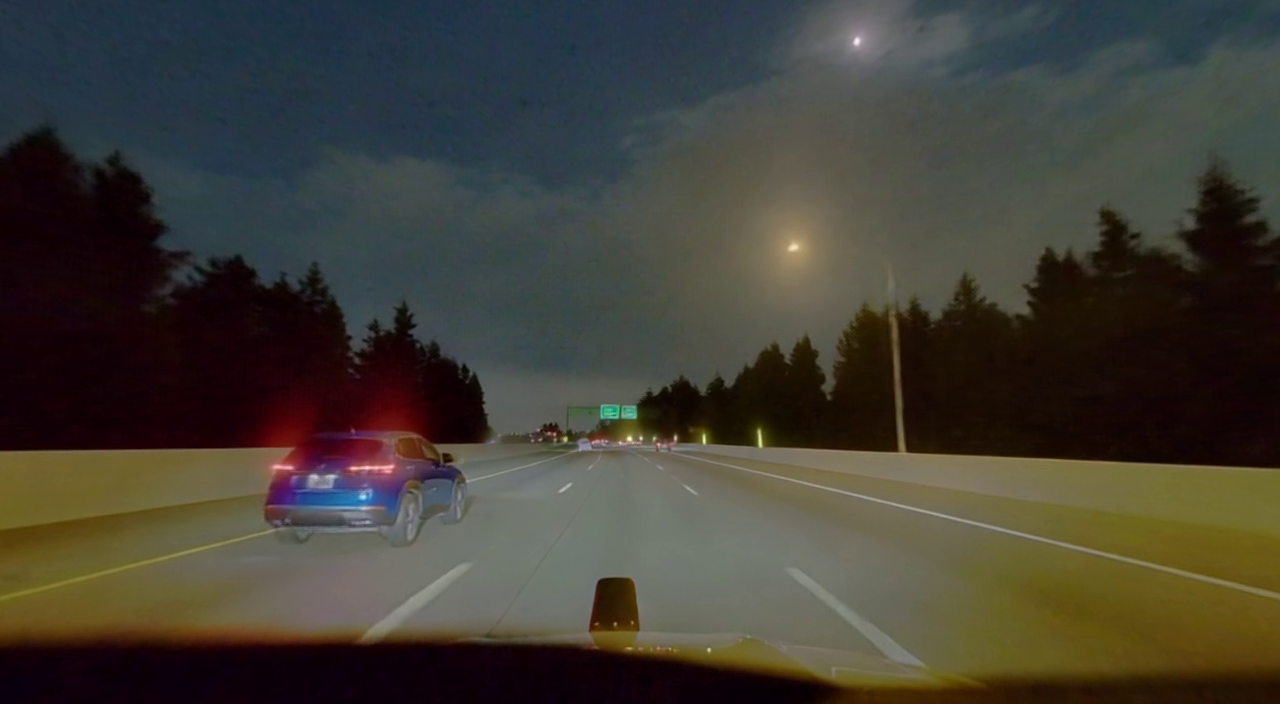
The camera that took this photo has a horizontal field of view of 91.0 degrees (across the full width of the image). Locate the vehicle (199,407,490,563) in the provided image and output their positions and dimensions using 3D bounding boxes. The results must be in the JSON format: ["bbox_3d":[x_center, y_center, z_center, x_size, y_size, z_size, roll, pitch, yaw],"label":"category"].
[{"bbox_3d":[-3.686,1.730,8.946,2.074,1.652,4.273,0,-8,0],"label":"vehicle"}]
